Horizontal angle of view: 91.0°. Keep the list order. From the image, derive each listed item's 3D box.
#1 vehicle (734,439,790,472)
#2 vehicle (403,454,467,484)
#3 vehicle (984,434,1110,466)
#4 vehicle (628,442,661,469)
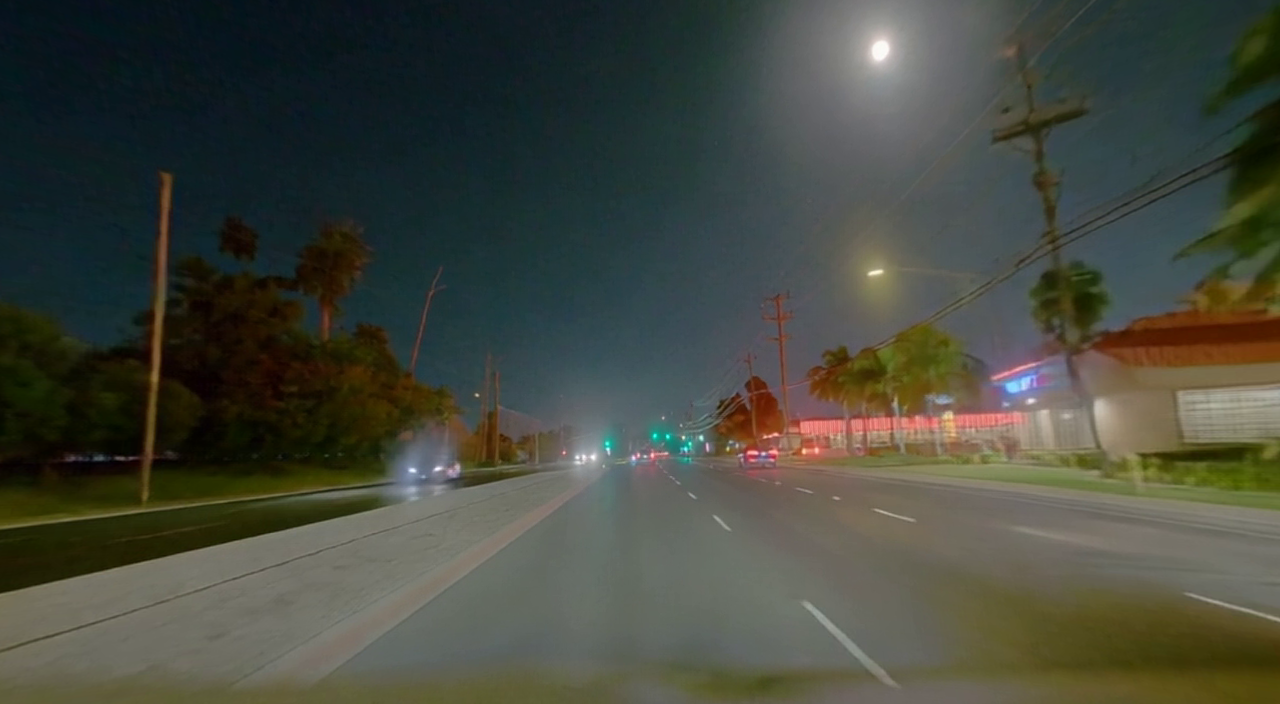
[{"bbox_3d":[6.839,5.831,35.791,2.252,1.718,4.617,0,-9,0],"label":"vehicle"},{"bbox_3d":[-11.385,6.542,35.365,1.942,1.497,4.582,0,-9,1],"label":"vehicle"},{"bbox_3d":[19.952,4.833,31.042,4.768,1.512,1.986,0,-9,1],"label":"vehicle"},{"bbox_3d":[0.312,7.076,43.216,2.138,1.702,4.168,0,-9,1],"label":"vehicle"}]
